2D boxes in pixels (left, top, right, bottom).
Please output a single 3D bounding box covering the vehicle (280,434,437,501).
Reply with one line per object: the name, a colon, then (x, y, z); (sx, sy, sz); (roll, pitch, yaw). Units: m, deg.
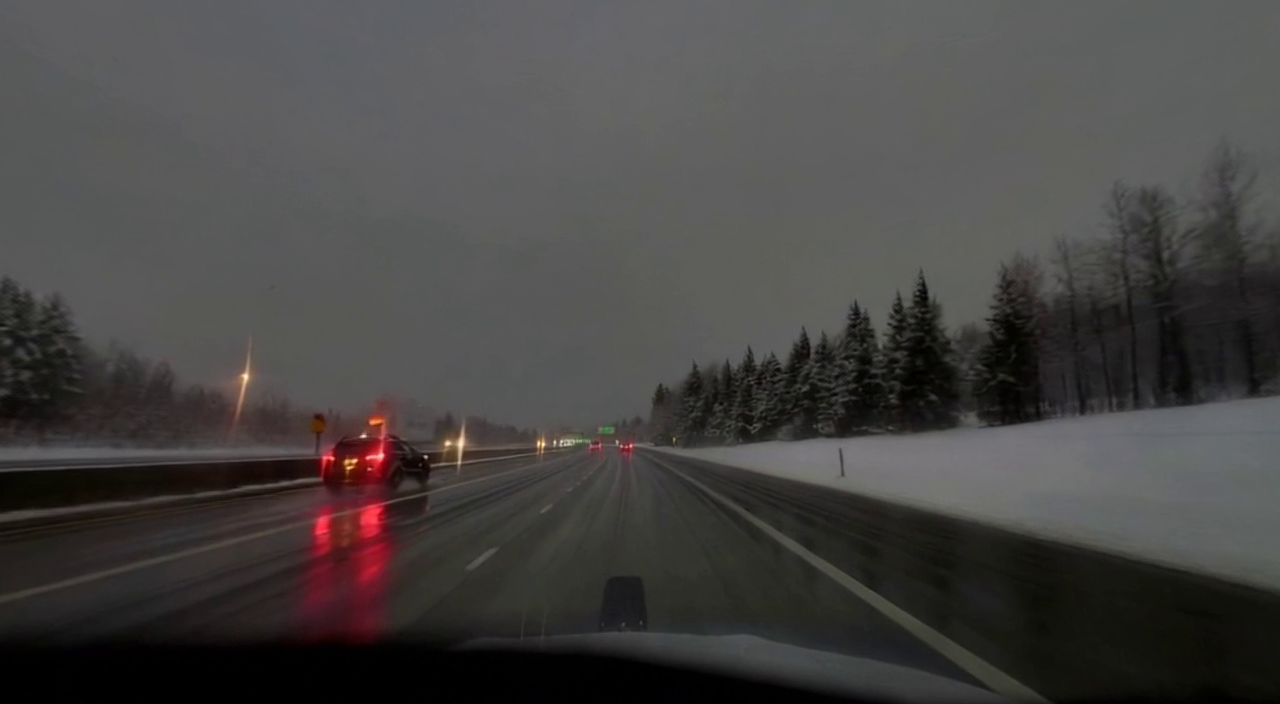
vehicle: (-6.953, 2.880, 16.168); (2.053, 1.452, 4.347); (0, -8, 0)
